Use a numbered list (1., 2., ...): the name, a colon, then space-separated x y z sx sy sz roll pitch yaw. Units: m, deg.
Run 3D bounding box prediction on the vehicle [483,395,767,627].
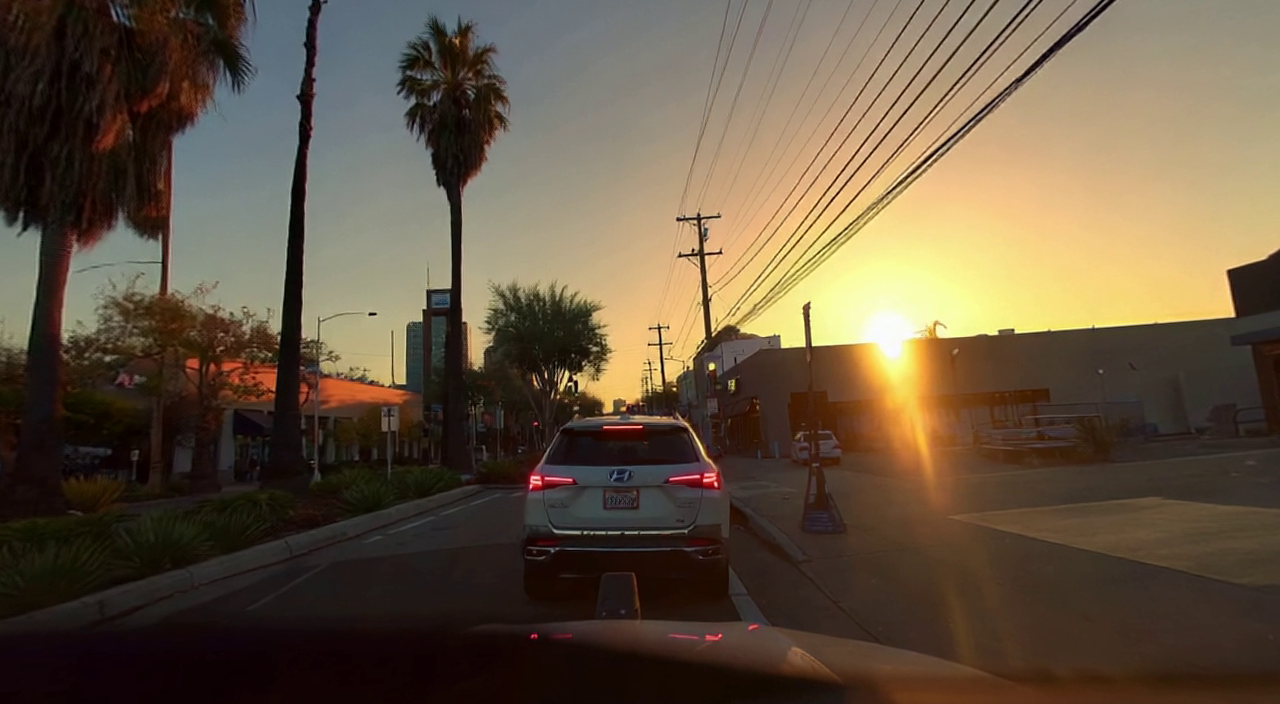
1. vehicle: -0.190 1.454 6.665 2.105 1.702 3.750 0 -8 -3
